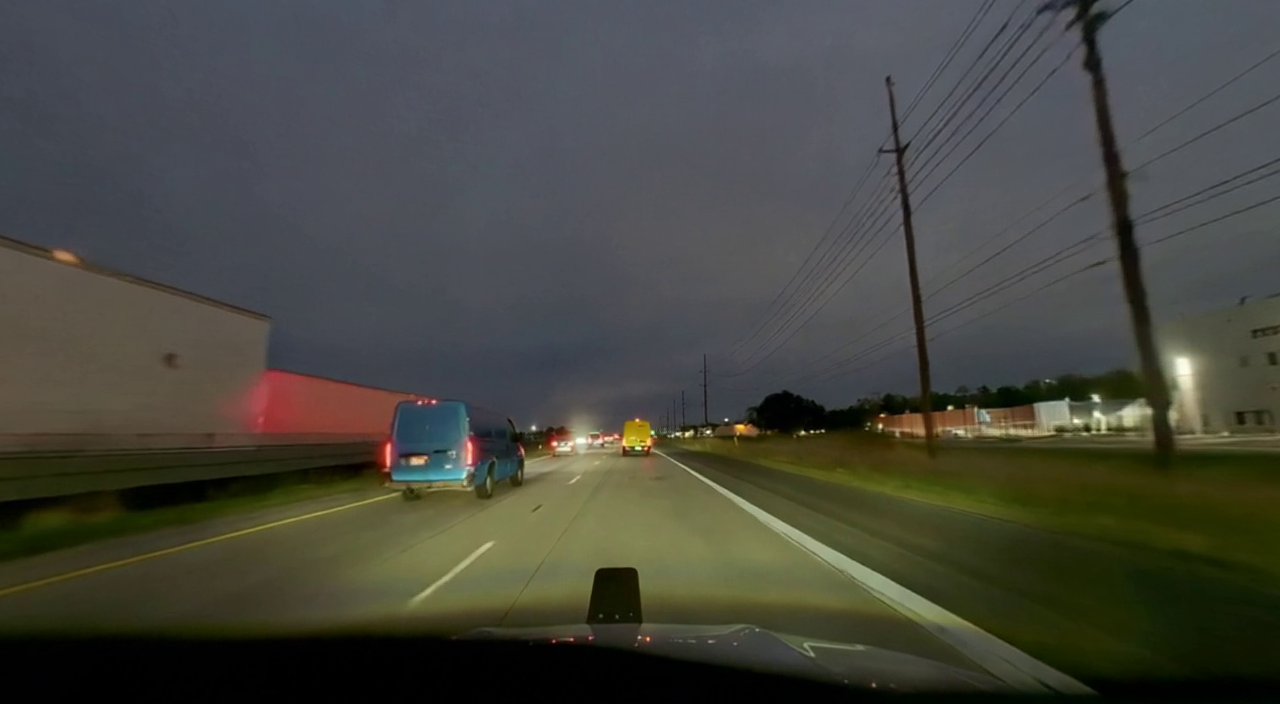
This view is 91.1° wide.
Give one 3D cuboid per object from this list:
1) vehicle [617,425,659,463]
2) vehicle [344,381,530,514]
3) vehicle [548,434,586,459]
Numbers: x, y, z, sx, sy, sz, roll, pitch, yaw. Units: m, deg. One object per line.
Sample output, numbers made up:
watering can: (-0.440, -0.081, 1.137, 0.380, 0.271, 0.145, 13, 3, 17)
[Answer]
vehicle: (-0.167, 5.201, 35.712, 2.213, 1.997, 4.456, 0, -8, -1)
vehicle: (-4.215, 2.125, 14.460, 2.388, 2.410, 5.787, 0, -8, -1)
vehicle: (-4.739, 6.197, 41.443, 2.058, 1.557, 4.125, 0, -8, -1)
